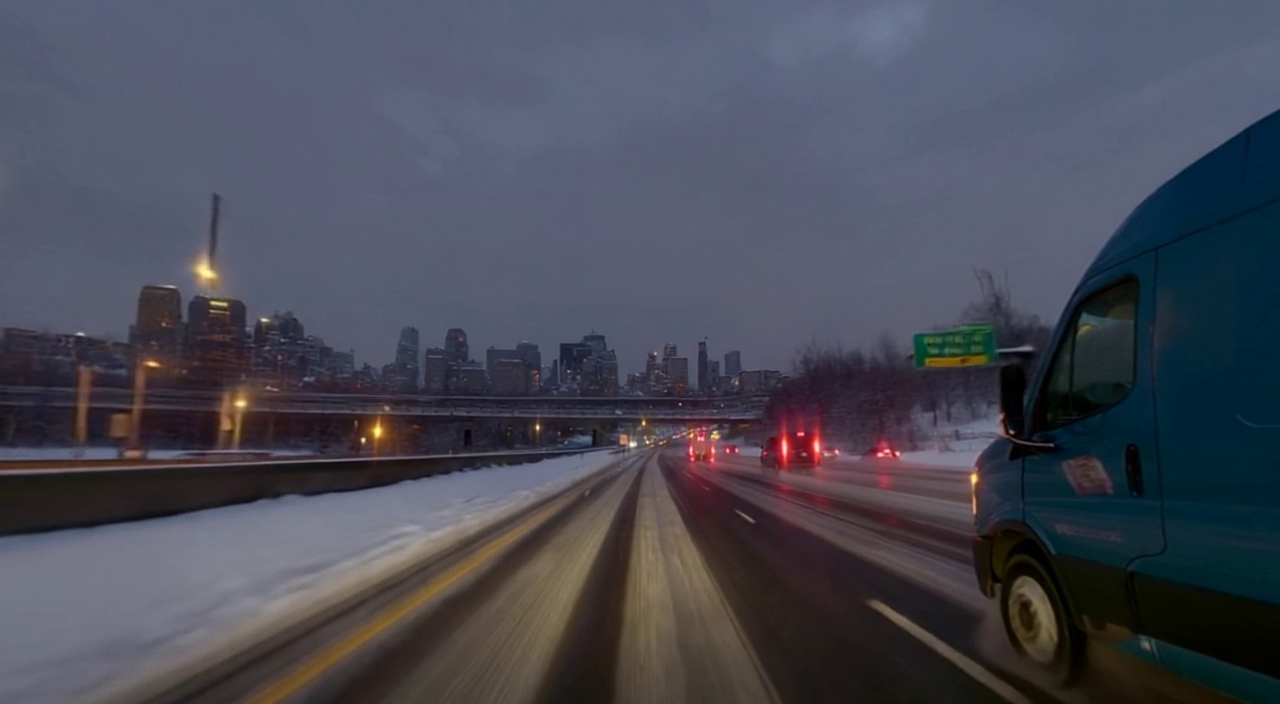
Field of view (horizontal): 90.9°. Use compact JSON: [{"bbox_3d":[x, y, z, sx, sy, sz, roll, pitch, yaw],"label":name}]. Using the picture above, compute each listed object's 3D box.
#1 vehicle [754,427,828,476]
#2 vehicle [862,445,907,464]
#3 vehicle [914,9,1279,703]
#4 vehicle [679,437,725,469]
[{"bbox_3d":[7.441,4.974,31.748,2.301,2.203,5.419,0,-8,-1],"label":"vehicle"},{"bbox_3d":[19.020,7.962,49.178,1.802,1.463,4.148,0,-8,-1],"label":"vehicle"},{"bbox_3d":[3.286,0.131,1.059,2.436,2.745,7.034,0,-8,0],"label":"vehicle"},{"bbox_3d":[4.101,6.784,42.650,2.464,1.961,5.520,0,-8,-1],"label":"vehicle"}]
